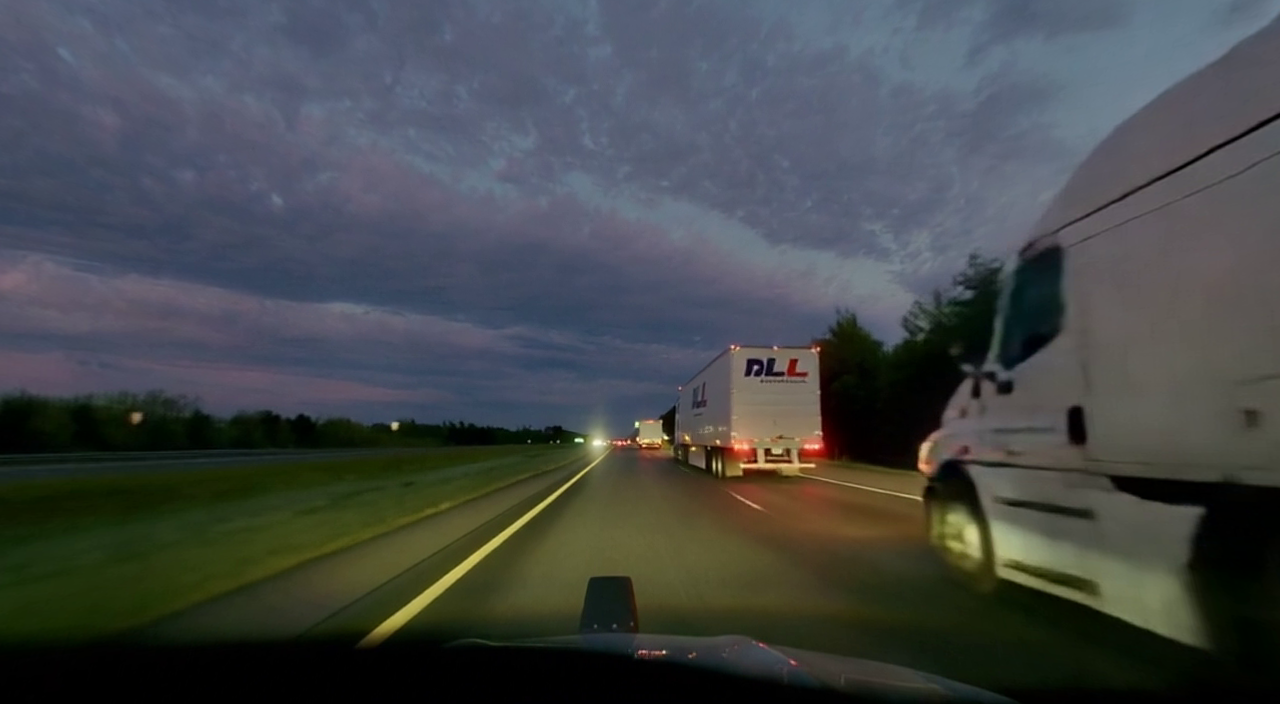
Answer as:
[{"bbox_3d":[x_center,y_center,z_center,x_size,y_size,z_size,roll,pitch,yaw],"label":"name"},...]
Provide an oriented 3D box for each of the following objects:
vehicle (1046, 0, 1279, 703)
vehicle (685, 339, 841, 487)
[{"bbox_3d":[3.882,-0.578,0.390,3.029,3.947,5.924,0,-8,-1],"label":"vehicle"},{"bbox_3d":[3.867,2.637,24.461,2.871,4.072,14.183,0,-8,-1],"label":"vehicle"}]
